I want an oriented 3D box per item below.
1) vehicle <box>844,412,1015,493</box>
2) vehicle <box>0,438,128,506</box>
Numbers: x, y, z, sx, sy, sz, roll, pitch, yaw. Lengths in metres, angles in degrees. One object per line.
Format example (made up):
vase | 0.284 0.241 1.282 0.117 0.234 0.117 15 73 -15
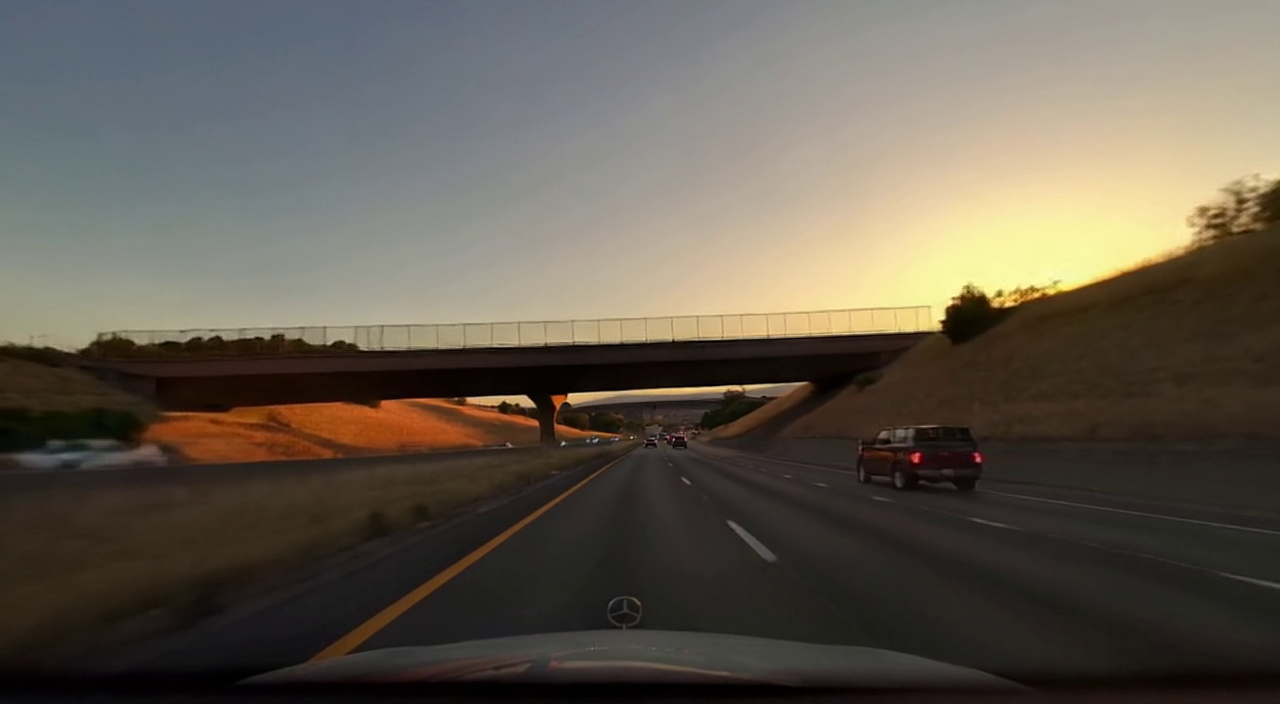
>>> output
vehicle | 8.182 2.934 18.583 2.362 2.037 5.409 0 -8 -1
vehicle | -17.180 3.247 17.253 1.910 1.704 5.056 0 -8 0
